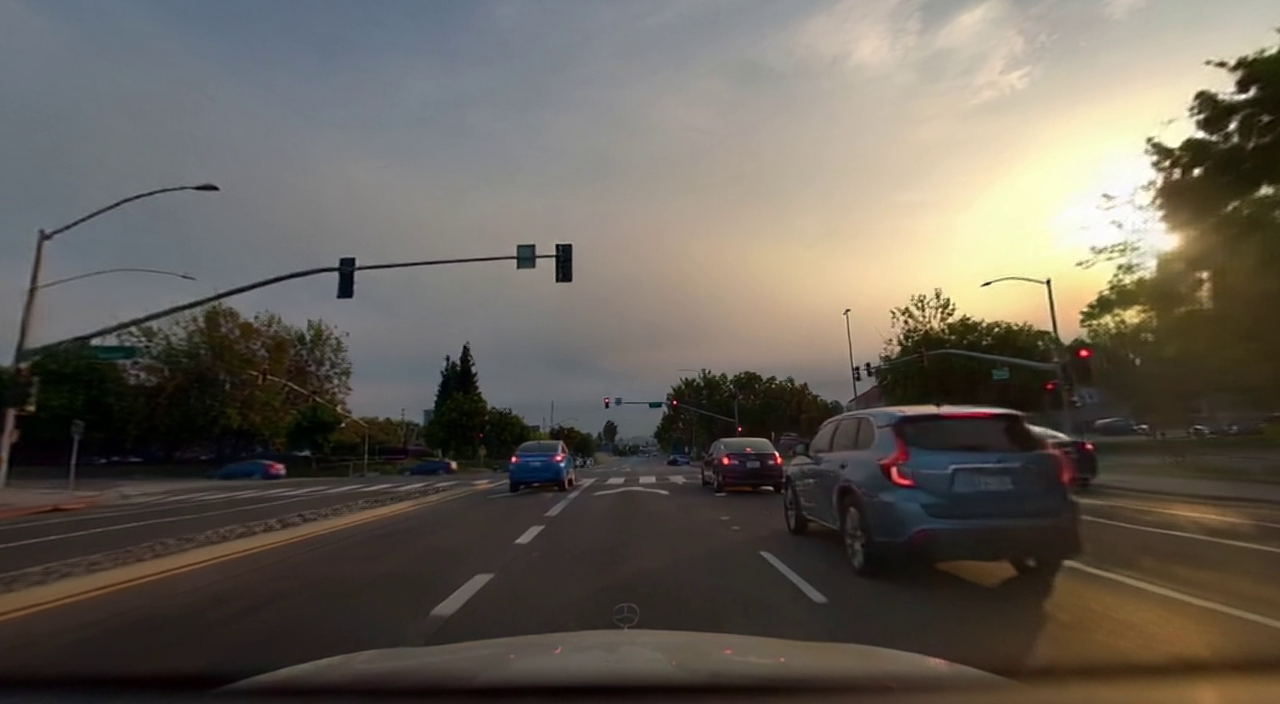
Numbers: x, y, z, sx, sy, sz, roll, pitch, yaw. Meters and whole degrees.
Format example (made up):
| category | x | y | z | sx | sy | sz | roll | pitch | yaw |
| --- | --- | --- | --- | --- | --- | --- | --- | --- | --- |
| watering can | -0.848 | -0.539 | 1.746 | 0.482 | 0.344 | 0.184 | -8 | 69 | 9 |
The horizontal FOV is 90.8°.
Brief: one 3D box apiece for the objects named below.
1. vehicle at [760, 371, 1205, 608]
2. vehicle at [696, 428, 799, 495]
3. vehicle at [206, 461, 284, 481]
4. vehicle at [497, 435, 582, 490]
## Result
| category | x | y | z | sx | sy | sz | roll | pitch | yaw |
| --- | --- | --- | --- | --- | --- | --- | --- | --- | --- |
| vehicle | 2.992 | 1.360 | 7.136 | 2.247 | 1.738 | 4.818 | 0 | -8 | -1 |
| vehicle | 2.910 | 3.104 | 18.247 | 2.099 | 1.671 | 4.491 | 0 | -8 | -1 |
| vehicle | -30.642 | 9.237 | 49.089 | 4.817 | 1.482 | 1.829 | 0 | -8 | -2 |
| vehicle | -3.006 | 3.392 | 19.714 | 1.969 | 1.513 | 3.773 | 0 | -8 | 1 |
